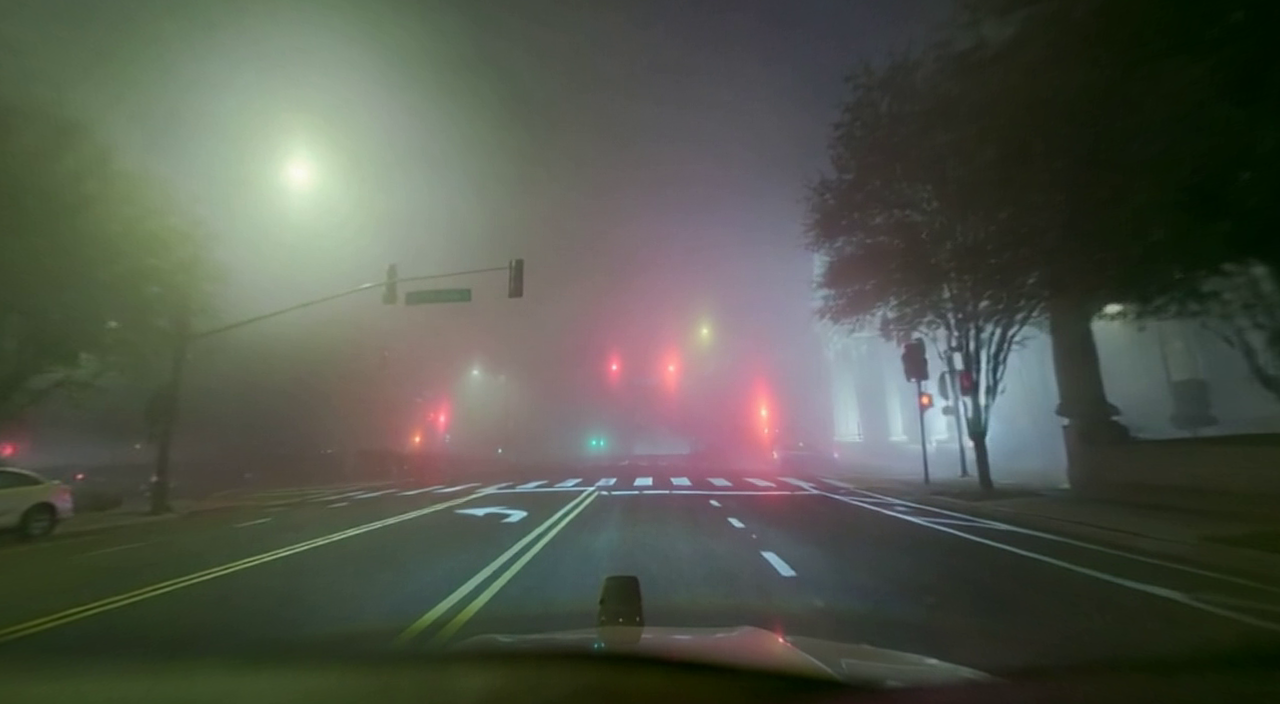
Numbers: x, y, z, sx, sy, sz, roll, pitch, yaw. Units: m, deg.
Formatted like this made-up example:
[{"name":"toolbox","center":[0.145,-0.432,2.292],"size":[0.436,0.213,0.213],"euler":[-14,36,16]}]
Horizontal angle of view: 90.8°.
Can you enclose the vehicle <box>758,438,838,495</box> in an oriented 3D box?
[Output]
[{"name":"vehicle","center":[4.754,3.448,19.542],"size":[2.085,1.530,4.125],"euler":[-2,-8,11]}]

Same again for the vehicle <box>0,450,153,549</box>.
[{"name":"vehicle","center":[-12.305,2.733,11.801],"size":[2.011,1.668,5.474],"euler":[0,-8,1]}]
